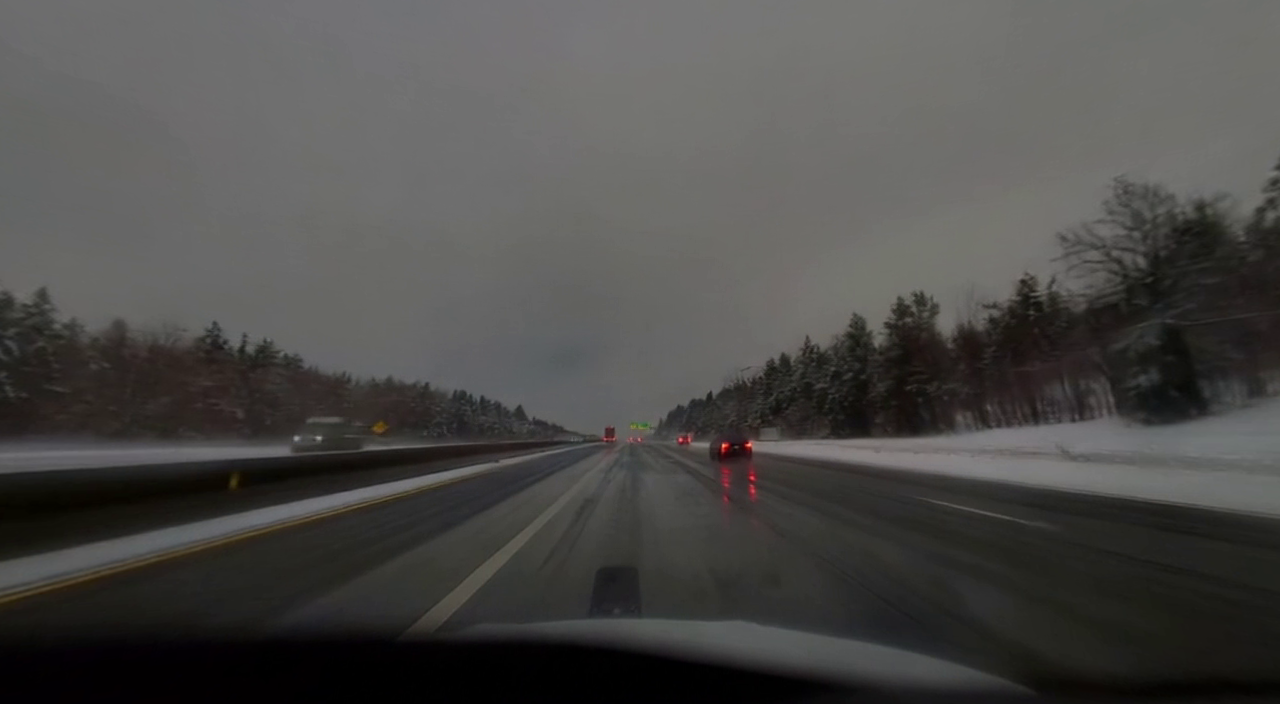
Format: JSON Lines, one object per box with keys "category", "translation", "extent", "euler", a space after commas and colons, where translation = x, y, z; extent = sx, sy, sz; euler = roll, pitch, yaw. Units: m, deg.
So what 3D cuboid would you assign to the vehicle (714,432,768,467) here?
{"category": "vehicle", "translation": [4.621, 4.516, 29.328], "extent": [1.802, 1.492, 3.804], "euler": [0, -8, -1]}
